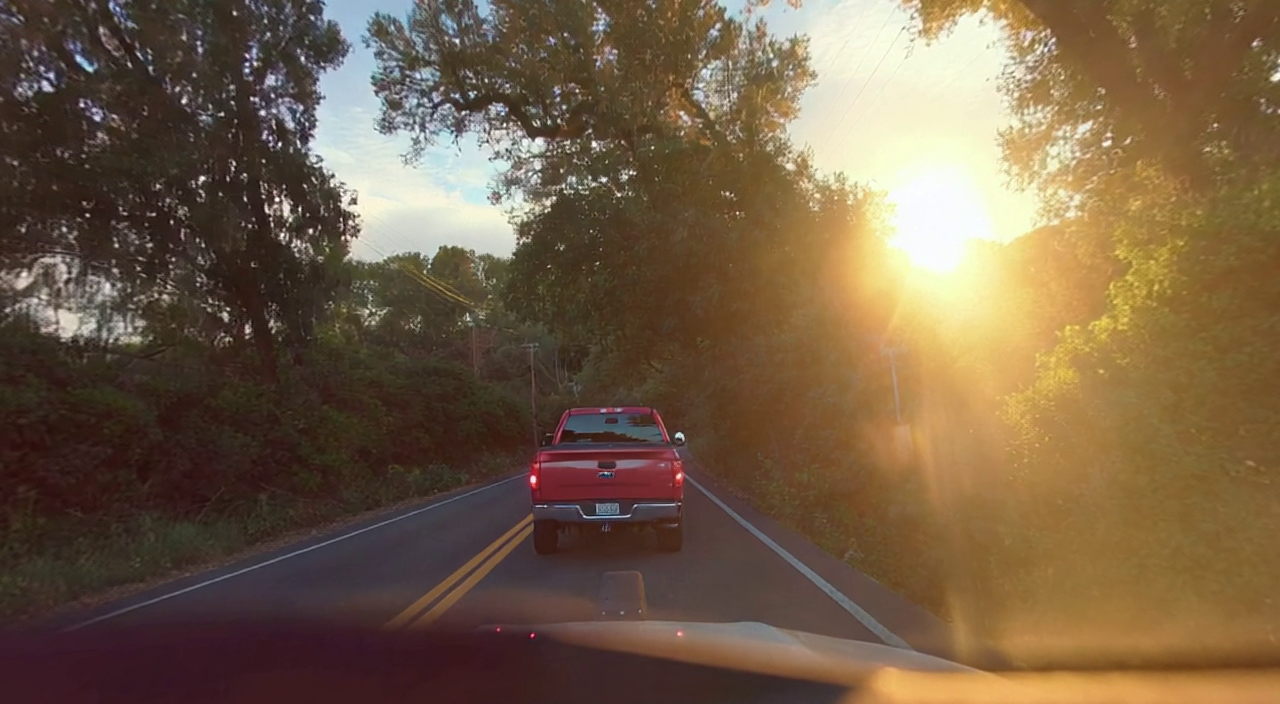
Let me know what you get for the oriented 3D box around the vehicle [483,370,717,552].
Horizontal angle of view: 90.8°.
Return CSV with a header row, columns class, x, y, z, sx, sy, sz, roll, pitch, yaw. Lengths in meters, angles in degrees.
class,x,y,z,sx,sy,sz,roll,pitch,yaw
vehicle,-0.528,1.762,10.747,2.837,2.223,5.885,0,-8,-1
